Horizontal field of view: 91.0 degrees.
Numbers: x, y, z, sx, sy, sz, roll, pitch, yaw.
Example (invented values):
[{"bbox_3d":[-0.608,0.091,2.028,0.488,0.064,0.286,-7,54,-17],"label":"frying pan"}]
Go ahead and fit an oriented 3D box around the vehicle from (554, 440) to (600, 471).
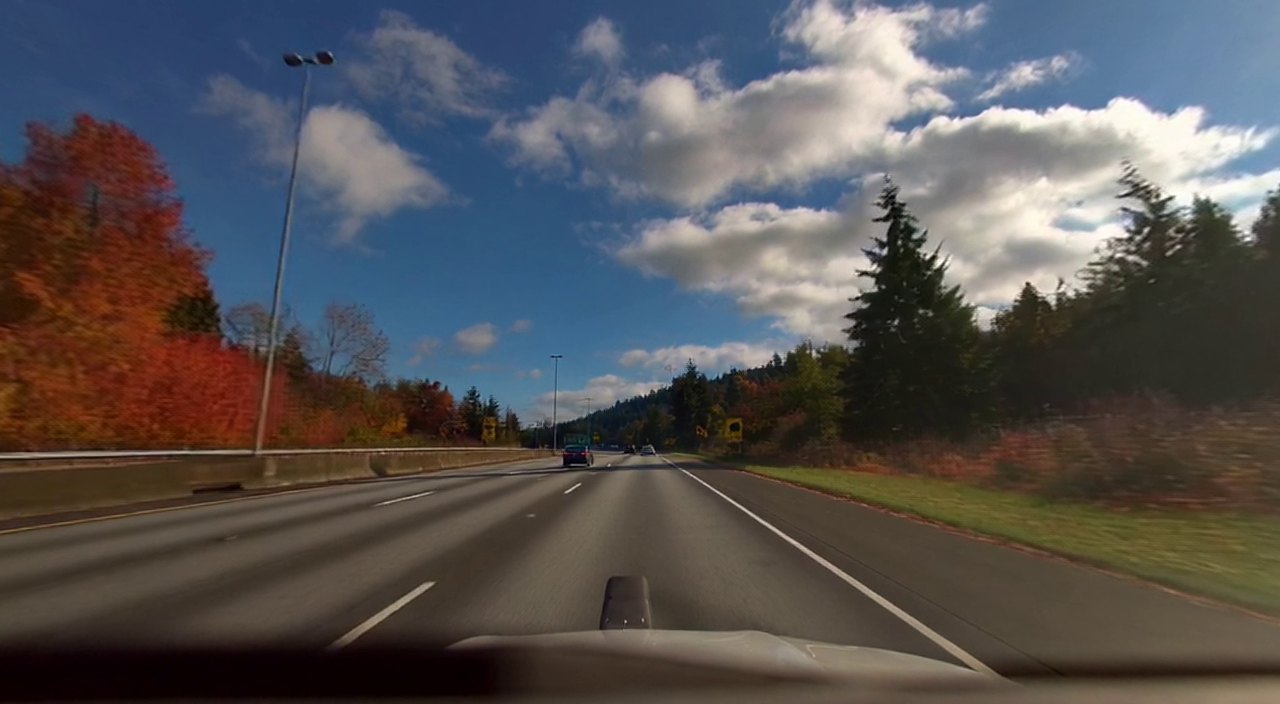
[{"bbox_3d":[-3.377,5.653,34.706,2.061,1.572,4.814,0,-8,0],"label":"vehicle"}]
